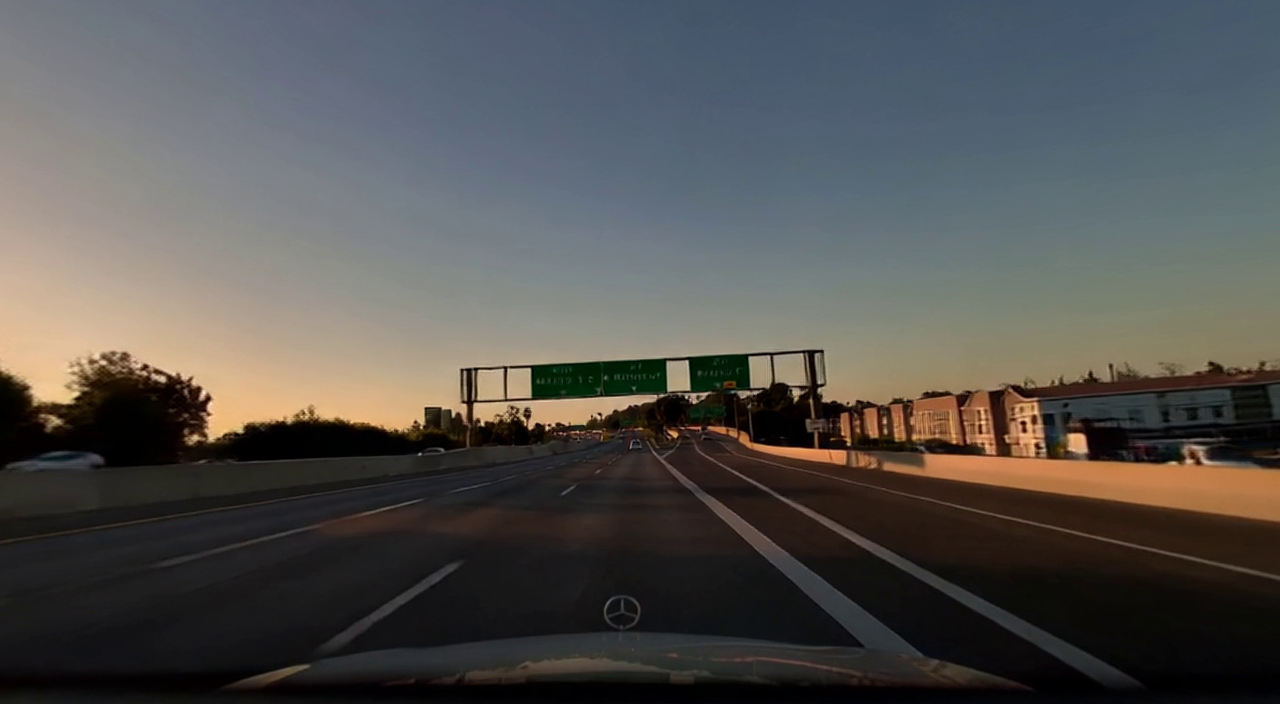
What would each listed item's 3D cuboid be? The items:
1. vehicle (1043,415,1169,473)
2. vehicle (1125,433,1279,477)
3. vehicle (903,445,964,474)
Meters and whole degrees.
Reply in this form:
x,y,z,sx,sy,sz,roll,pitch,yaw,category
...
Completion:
x,y,z,sx,sy,sz,roll,pitch,yaw,category
32.271,6.435,44.236,2.959,3.700,7.391,1,-8,-1,vehicle
32.373,5.907,36.732,2.715,2.214,6.889,-1,-8,-1,vehicle
22.448,8.214,48.608,2.013,1.958,5.318,-1,-8,-1,vehicle
